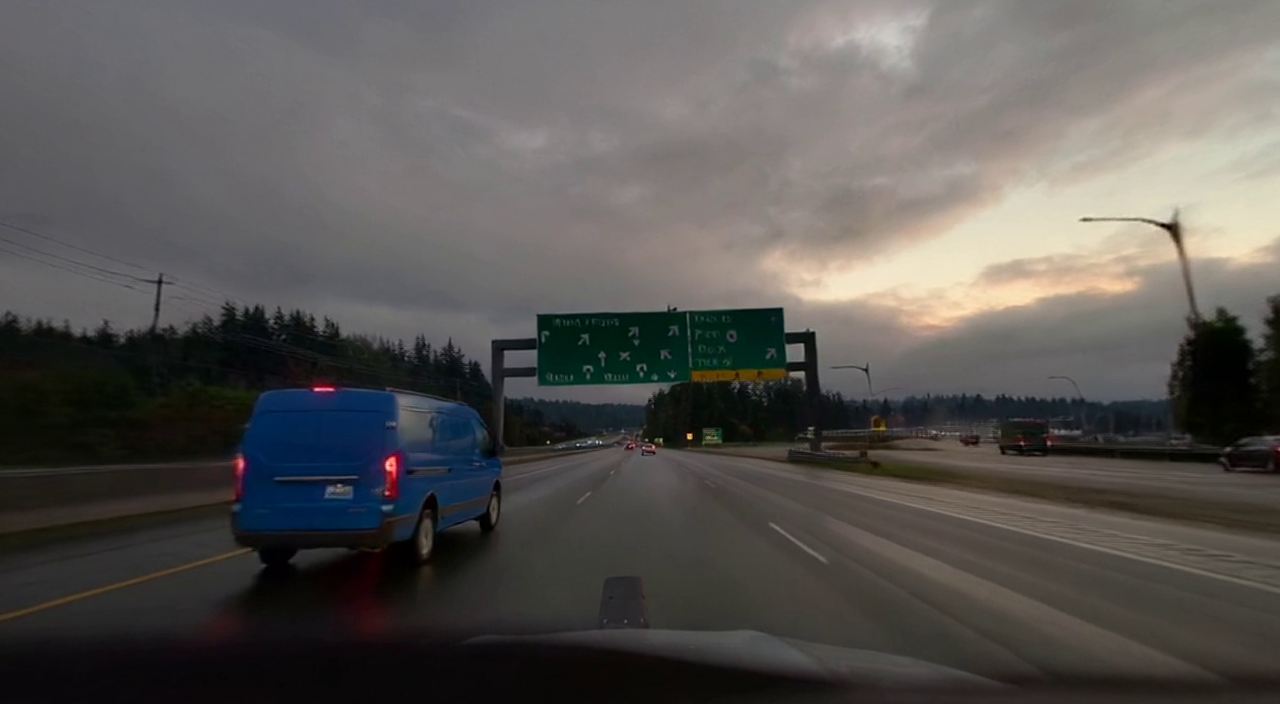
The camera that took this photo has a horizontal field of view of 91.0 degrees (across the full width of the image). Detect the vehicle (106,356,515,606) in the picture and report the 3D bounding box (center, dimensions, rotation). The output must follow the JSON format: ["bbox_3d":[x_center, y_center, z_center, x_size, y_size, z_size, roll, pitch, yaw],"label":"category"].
[{"bbox_3d":[-3.141,1.366,7.479,2.281,2.025,4.586,0,-8,1],"label":"vehicle"}]

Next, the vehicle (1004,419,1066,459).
[{"bbox_3d":[29.281,6.486,46.824,2.207,2.820,5.493,-2,-8,14],"label":"vehicle"}]
